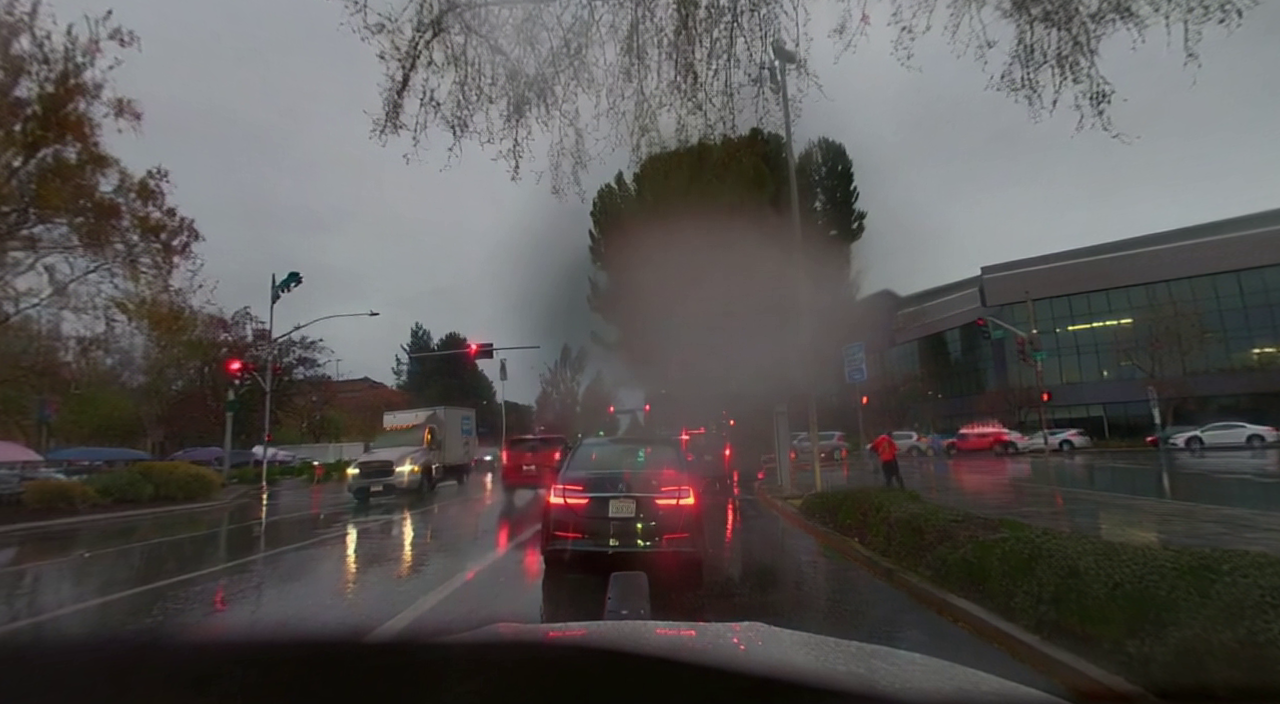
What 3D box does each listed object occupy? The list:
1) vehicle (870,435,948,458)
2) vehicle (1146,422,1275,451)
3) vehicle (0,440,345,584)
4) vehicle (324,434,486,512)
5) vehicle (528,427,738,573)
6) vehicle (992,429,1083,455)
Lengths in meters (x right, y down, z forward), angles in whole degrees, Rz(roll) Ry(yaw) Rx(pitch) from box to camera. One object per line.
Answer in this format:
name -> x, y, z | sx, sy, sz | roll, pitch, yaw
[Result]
vehicle -> 17.575, 6.191, 41.099 | 4.441, 1.452, 1.798 | -5, -10, 30
vehicle -> 30.521, 4.589, 33.811 | 4.739, 1.472, 1.804 | -5, -10, 29
vehicle -> -6.343, 2.062, 9.021 | 1.948, 1.530, 4.283 | 0, -9, 3
vehicle -> -6.166, 3.225, 17.351 | 2.230, 1.811, 5.183 | -1, -9, 3
vehicle -> -0.051, 1.861, 8.679 | 2.182, 1.501, 4.150 | 0, -9, 1
vehicle -> 23.788, 5.436, 37.754 | 4.454, 1.440, 1.816 | -5, -10, 30
